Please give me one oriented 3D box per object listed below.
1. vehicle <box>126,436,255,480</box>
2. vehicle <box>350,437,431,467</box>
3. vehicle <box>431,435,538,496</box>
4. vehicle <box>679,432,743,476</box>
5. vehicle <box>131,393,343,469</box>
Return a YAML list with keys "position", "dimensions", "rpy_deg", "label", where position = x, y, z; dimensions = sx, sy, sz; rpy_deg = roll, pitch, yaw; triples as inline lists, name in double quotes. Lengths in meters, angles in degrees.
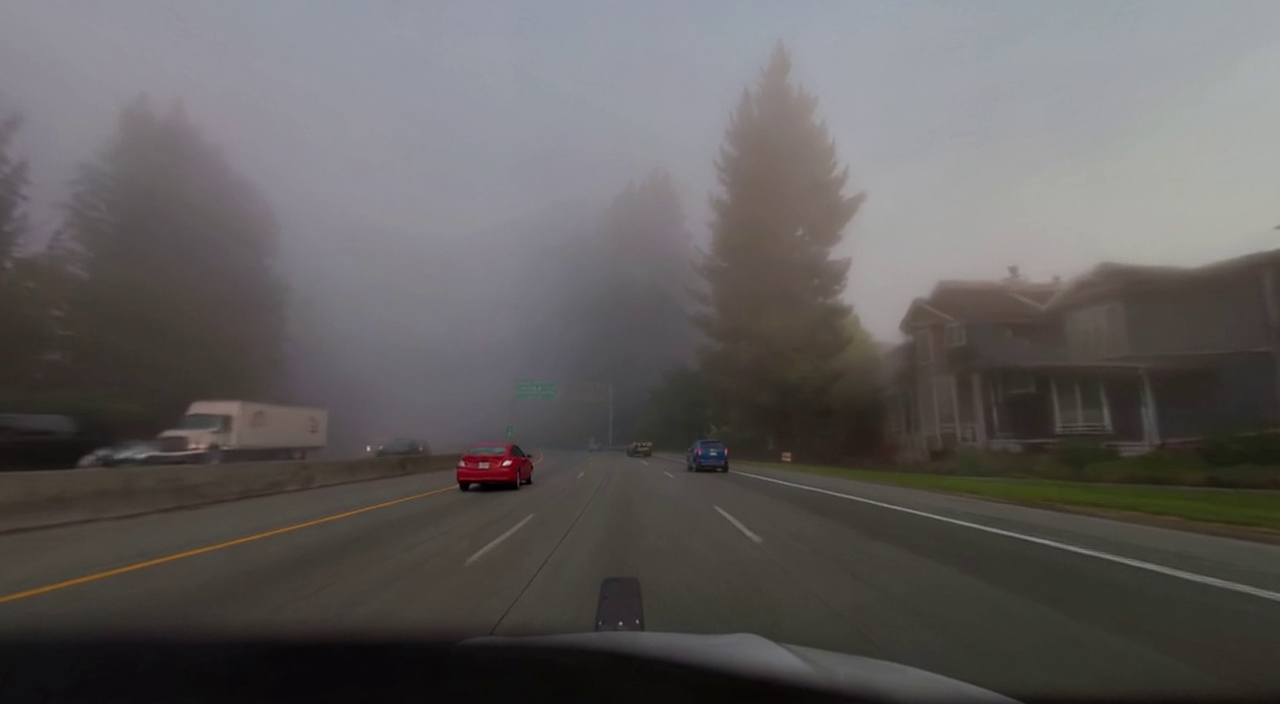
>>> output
- position: [-16.092, 3.819, 22.827]
  dimensions: [1.640, 1.407, 4.050]
  rpy_deg: [0, -9, 0]
  label: "vehicle"
- position: [-12.833, 5.192, 32.762]
  dimensions: [2.295, 1.425, 4.766]
  rpy_deg: [0, -9, 0]
  label: "vehicle"
- position: [-4.316, 3.228, 18.245]
  dimensions: [2.036, 1.528, 4.400]
  rpy_deg: [0, -9, -1]
  label: "vehicle"
- position: [2.896, 4.285, 26.679]
  dimensions: [2.092, 1.686, 4.188]
  rpy_deg: [0, -9, -2]
  label: "vehicle"
- position: [-21.047, 4.487, 34.606]
  dimensions: [3.877, 3.400, 12.662]
  rpy_deg: [1, -9, -3]
  label: "vehicle"
